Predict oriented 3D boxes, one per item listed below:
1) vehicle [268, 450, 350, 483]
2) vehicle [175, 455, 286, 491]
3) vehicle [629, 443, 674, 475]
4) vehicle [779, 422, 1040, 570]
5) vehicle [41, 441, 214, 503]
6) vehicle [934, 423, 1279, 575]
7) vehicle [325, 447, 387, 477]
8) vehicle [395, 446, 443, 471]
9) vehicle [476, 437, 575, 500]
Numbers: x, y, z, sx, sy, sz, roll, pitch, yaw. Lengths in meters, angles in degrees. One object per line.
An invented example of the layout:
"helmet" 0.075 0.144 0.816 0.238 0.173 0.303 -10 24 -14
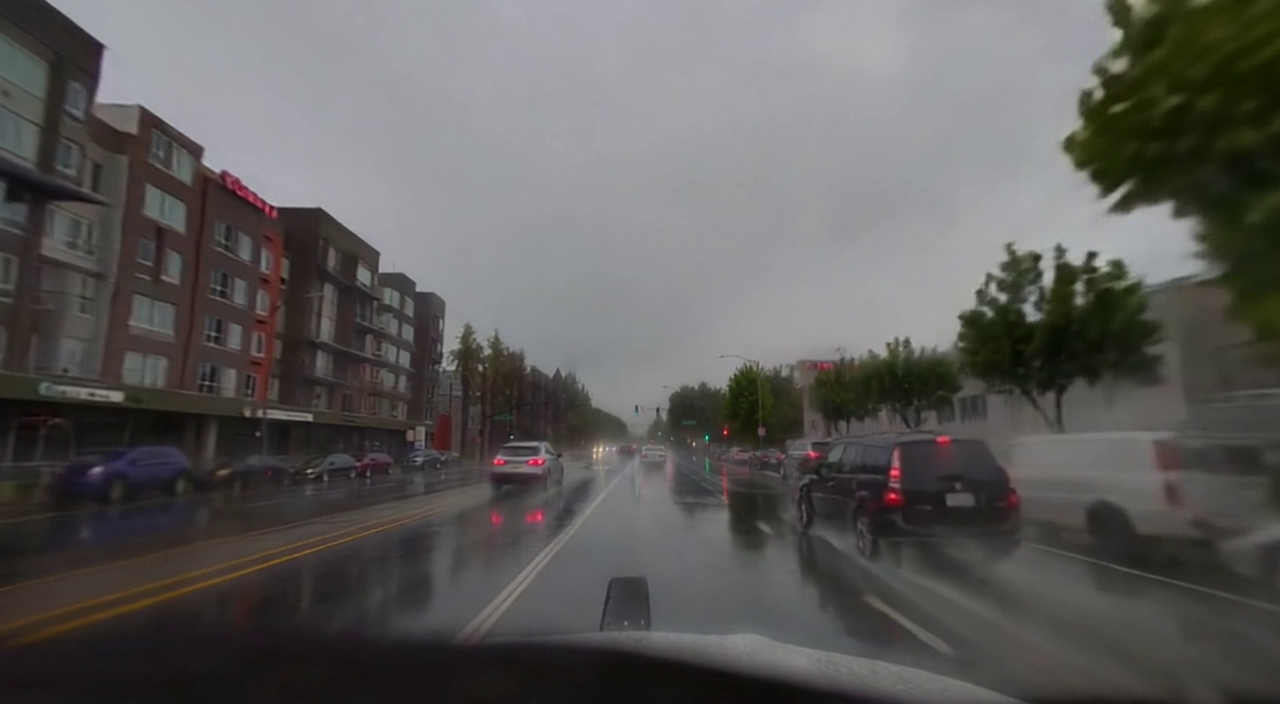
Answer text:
"vehicle" -16.825 5.797 32.285 1.854 1.466 4.377 -2 -8 0
"vehicle" -16.869 4.976 26.267 1.668 1.298 4.337 0 -8 1
"vehicle" 0.538 5.310 31.468 2.103 1.468 4.094 0 -8 0
"vehicle" 3.443 1.901 9.042 1.987 1.637 3.896 0 -8 0
"vehicle" -16.880 3.913 21.166 2.089 1.756 4.486 -2 -8 -1
"vehicle" 7.089 2.141 10.216 2.061 1.773 5.476 0 -8 1
"vehicle" -16.729 6.463 37.377 1.825 1.560 4.109 -2 -8 -1
"vehicle" -16.591 7.984 47.503 2.001 1.760 4.329 -2 -9 1
"vehicle" -3.001 3.139 17.382 1.860 1.510 4.073 0 -8 1
